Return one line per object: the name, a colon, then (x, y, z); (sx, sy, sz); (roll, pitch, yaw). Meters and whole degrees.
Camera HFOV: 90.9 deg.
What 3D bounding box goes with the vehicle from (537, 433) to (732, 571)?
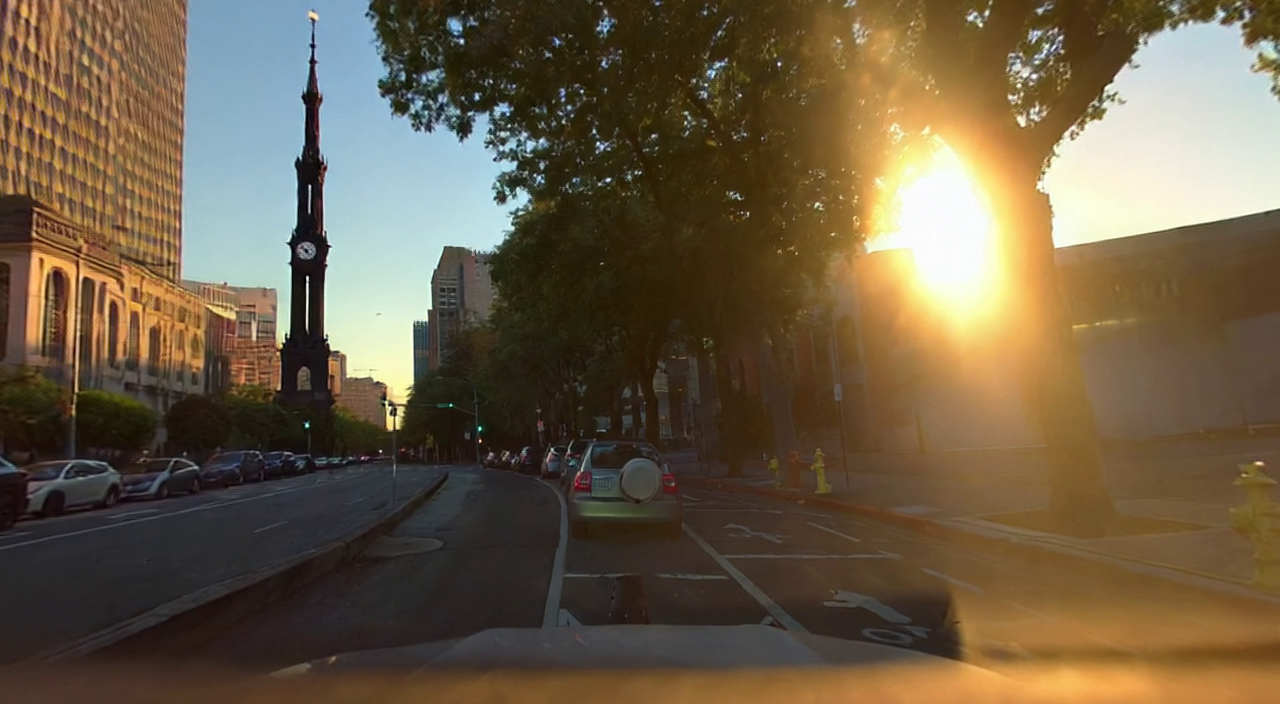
vehicle: (-0.248, 1.942, 9.016); (2.142, 1.475, 4.051); (1, -8, -6)
